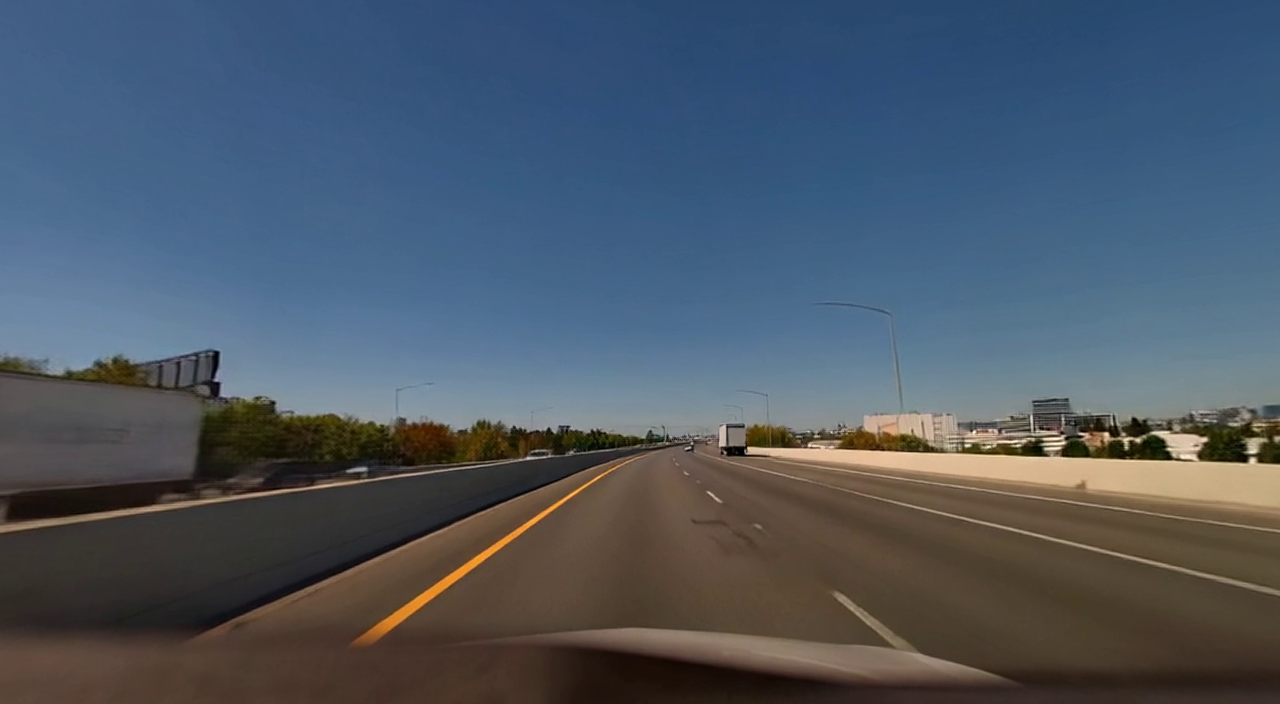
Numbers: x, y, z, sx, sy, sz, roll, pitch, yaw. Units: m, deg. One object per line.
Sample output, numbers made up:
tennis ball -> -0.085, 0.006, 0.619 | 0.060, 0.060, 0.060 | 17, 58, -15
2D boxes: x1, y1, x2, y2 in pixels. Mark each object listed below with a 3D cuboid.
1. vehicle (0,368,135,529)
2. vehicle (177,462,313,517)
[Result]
vehicle -> -17.280, 2.189, 14.114 | 2.968, 3.924, 10.428 | 0, -9, 1
vehicle -> -12.729, 4.429, 20.574 | 1.834, 1.504, 3.952 | 0, -9, 1
